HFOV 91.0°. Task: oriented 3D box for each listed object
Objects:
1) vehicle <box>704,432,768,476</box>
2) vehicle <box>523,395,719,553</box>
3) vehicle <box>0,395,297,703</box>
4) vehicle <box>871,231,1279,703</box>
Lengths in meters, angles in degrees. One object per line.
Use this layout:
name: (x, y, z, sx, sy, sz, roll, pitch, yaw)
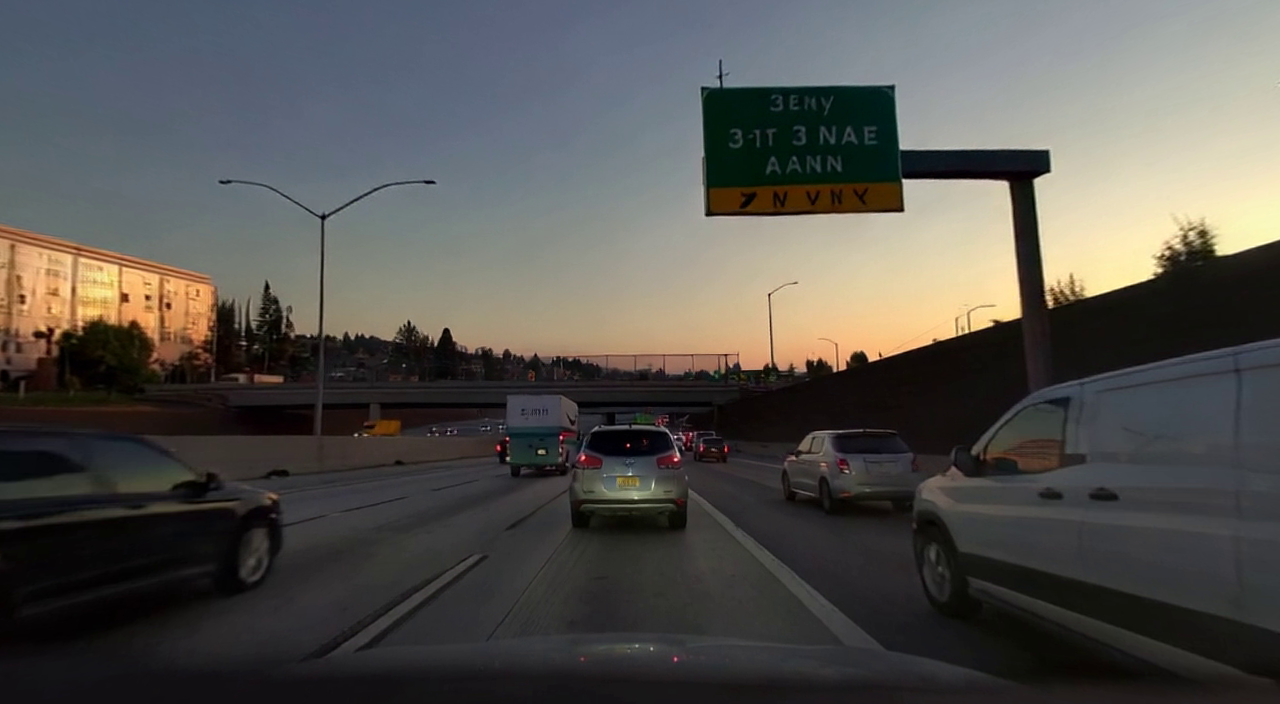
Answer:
vehicle: (3.997, 4.344, 27.032, 2.064, 1.720, 4.416, 0, -8, 0)
vehicle: (-0.222, 1.748, 9.623, 2.287, 1.823, 4.369, 0, -8, 0)
vehicle: (-4.083, 1.003, 3.346, 1.983, 1.496, 4.371, 0, -8, 1)
vehicle: (2.984, 0.683, 2.221, 2.341, 1.890, 5.144, 0, -8, 0)
